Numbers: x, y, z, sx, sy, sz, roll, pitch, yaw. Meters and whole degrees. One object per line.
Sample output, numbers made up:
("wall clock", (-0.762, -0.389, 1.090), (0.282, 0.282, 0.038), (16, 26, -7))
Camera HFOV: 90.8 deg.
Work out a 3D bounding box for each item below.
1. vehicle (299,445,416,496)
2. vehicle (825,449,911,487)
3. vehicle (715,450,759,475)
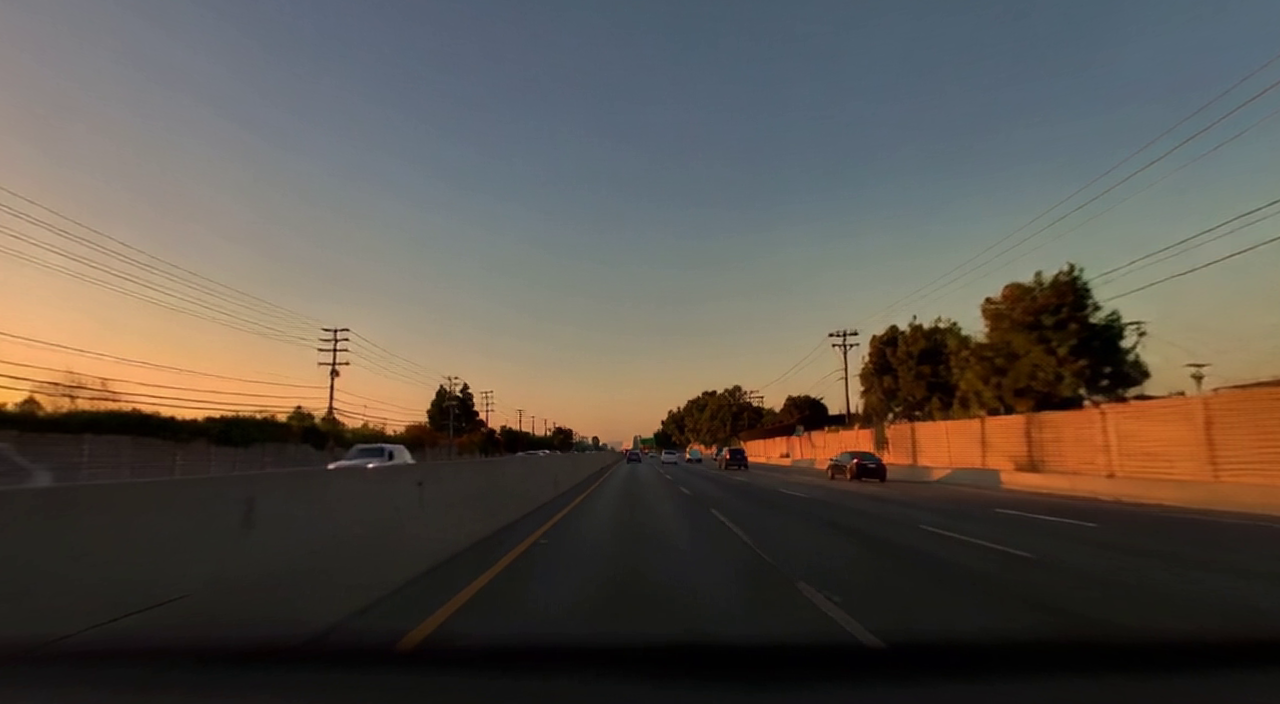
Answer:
("vehicle", (-9.982, 4.192, 22.789), (2.170, 1.635, 4.356), (0, -9, 0))
("vehicle", (9.680, 4.936, 27.239), (1.969, 1.506, 4.422), (0, -9, -1))
("vehicle", (6.312, 7.189, 41.505), (2.069, 1.520, 4.614), (0, -9, -1))
